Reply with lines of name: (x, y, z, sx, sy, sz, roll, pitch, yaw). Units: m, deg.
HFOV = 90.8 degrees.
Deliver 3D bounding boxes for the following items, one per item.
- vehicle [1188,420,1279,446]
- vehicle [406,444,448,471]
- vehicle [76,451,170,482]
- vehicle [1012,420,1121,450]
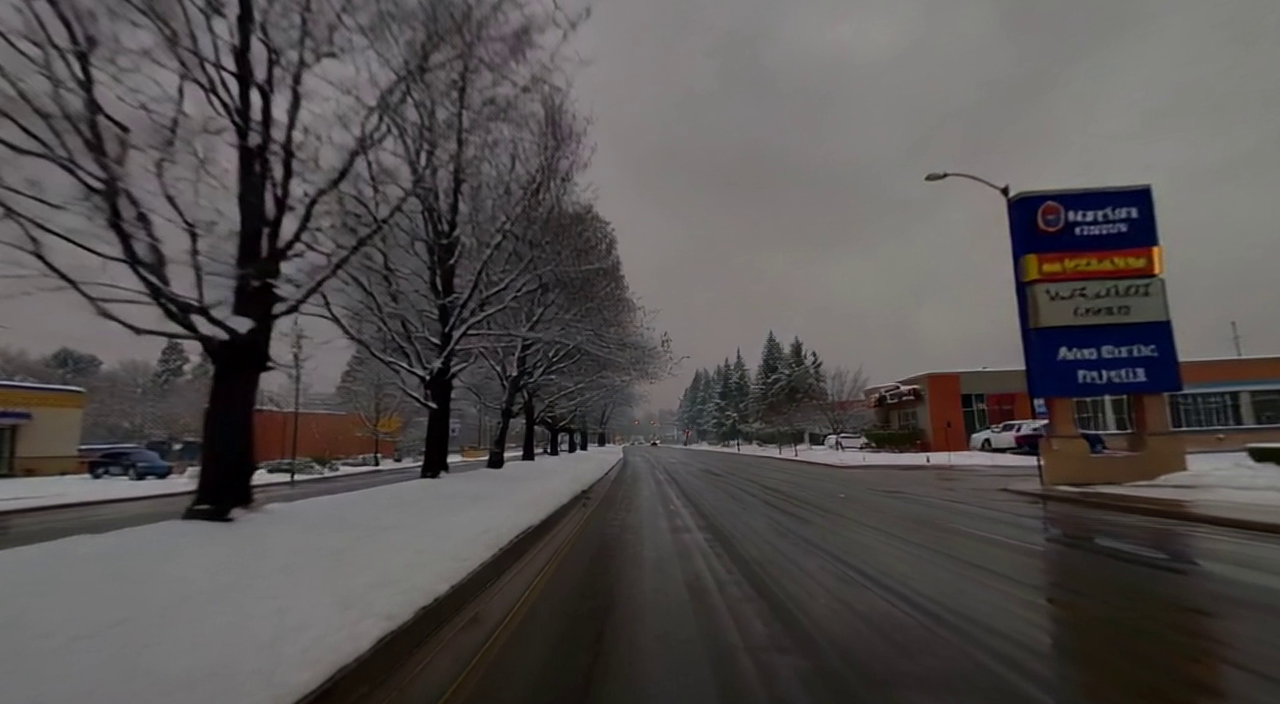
vehicle: (34.734, 4.673, 36.340, 4.571, 1.486, 1.881, 0, -8, 0)
vehicle: (-12.621, 6.251, 37.652, 2.090, 1.502, 4.767, 2, -9, -16)
vehicle: (-26.260, 5.763, 32.084, 4.316, 1.464, 1.771, -4, -9, 23)
vehicle: (21.935, 4.301, 32.631, 4.171, 1.492, 1.999, 0, -8, 2)
